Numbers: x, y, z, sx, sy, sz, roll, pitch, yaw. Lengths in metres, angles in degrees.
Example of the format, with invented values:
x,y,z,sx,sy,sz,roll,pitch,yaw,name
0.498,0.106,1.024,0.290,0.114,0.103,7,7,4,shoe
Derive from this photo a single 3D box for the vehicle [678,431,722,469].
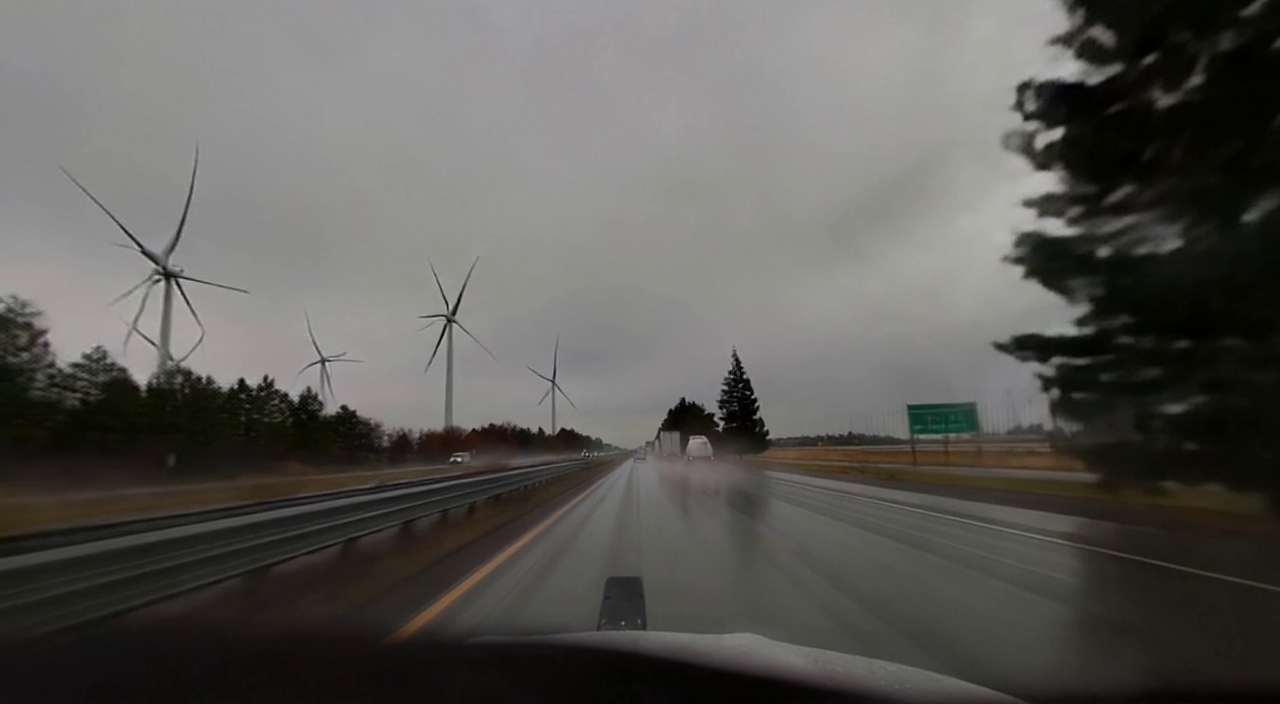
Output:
x,y,z,sx,sy,sz,roll,pitch,yaw,name
4.384,7.338,47.203,2.609,2.648,5.397,0,-9,-2,vehicle
